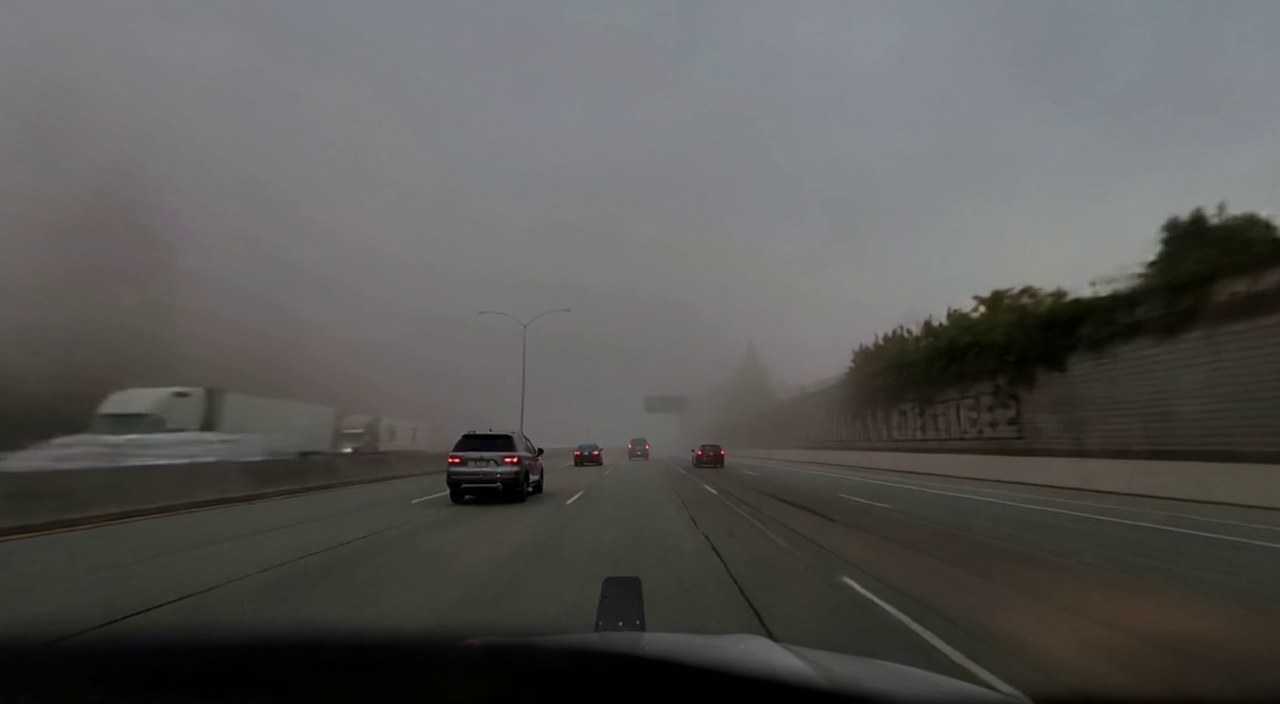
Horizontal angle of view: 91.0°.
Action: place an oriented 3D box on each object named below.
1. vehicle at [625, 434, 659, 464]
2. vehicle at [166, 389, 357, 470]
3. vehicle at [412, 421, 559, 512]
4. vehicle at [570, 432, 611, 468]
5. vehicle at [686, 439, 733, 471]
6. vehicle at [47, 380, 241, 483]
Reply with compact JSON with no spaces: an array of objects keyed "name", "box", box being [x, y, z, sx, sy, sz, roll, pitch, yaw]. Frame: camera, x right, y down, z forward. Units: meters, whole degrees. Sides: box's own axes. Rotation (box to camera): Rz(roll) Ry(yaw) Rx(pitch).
[{"name":"vehicle","box":[0.157,7.526,49.023,2.485,2.215,5.199,0,-9,0]},{"name":"vehicle","box":[-20.993,4.658,36.574,2.900,3.876,12.954,0,-9,1]},{"name":"vehicle","box":[-3.507,2.734,15.592,2.184,1.819,5.441,0,-9,1]},{"name":"vehicle","box":[-3.224,6.503,41.903,2.378,2.214,4.352,0,-9,0]},{"name":"vehicle","box":[4.040,6.095,37.417,2.224,1.752,4.487,0,-9,0]},{"name":"vehicle","box":[-20.943,3.479,27.217,3.067,3.909,6.152,0,-9,1]}]
